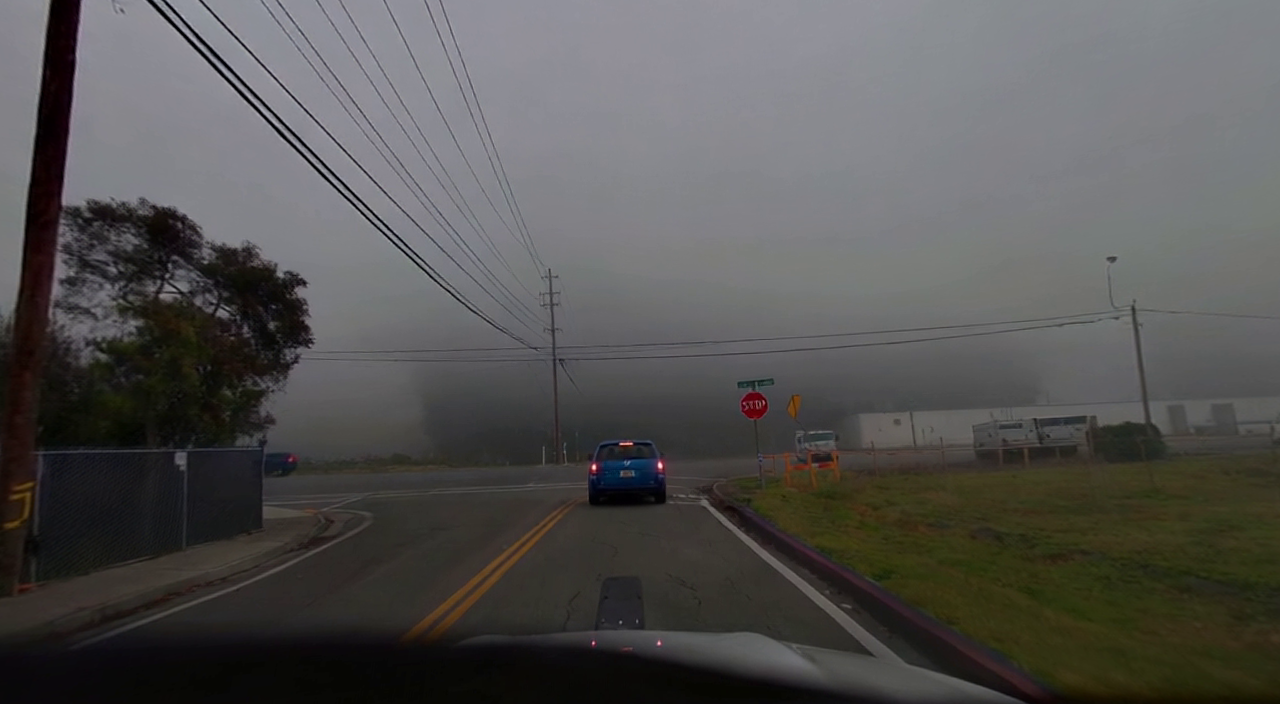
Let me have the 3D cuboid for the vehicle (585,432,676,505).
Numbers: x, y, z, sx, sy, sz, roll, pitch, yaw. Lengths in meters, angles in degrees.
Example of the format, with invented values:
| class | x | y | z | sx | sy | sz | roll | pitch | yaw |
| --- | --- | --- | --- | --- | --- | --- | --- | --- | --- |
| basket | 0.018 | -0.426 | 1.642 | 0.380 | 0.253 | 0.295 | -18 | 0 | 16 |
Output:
| class | x | y | z | sx | sy | sz | roll | pitch | yaw |
| --- | --- | --- | --- | --- | --- | --- | --- | --- | --- |
| vehicle | -0.301 | 3.054 | 16.992 | 2.137 | 1.698 | 4.166 | 0 | -8 | -2 |

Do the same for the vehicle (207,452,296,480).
| class | x | y | z | sx | sy | sz | roll | pitch | yaw |
| --- | --- | --- | --- | --- | --- | --- | --- | --- | --- |
| vehicle | -25.270 | 7.411 | 41.187 | 4.415 | 1.753 | 2.029 | -1 | -8 | 4 |
